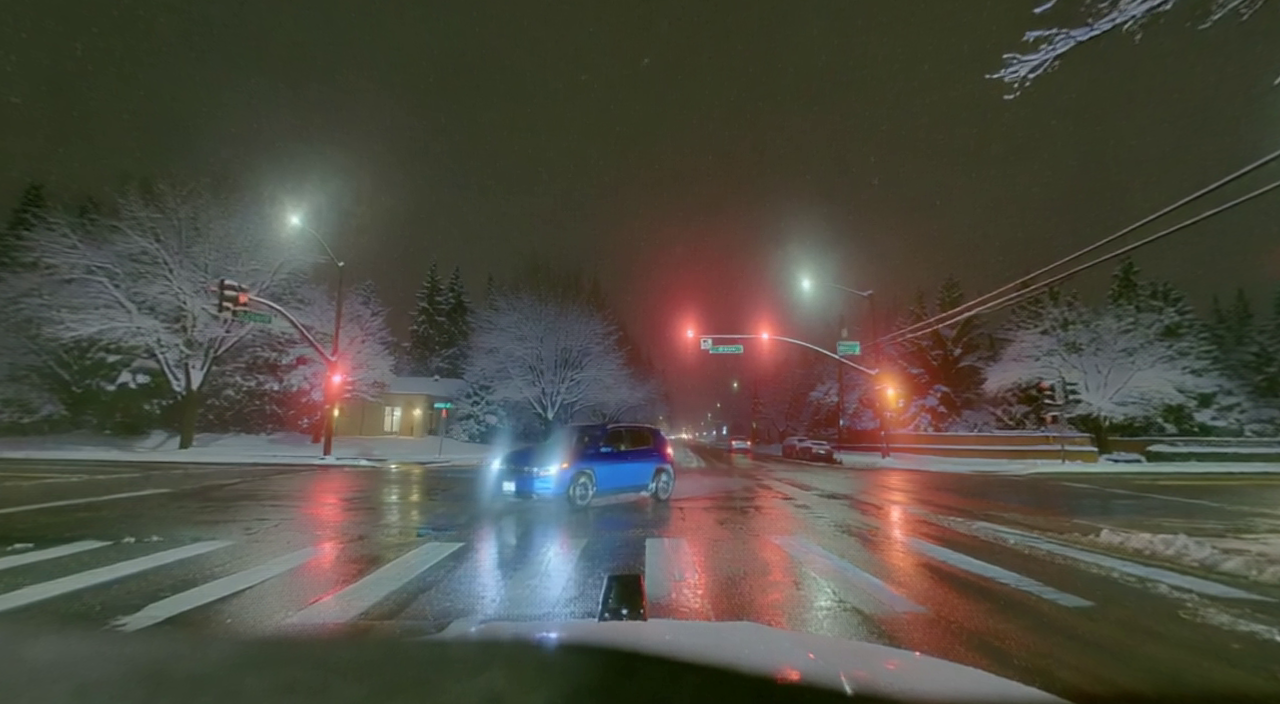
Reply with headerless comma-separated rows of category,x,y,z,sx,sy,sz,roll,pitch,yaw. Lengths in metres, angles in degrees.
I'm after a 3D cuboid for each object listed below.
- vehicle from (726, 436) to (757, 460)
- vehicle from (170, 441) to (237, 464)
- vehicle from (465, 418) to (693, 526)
vehicle,7.958,7.555,49.446,1.994,1.753,4.346,-1,-8,4
vehicle,-29.124,6.705,42.036,1.696,1.431,3.686,-1,-8,3
vehicle,-1.028,2.354,12.942,2.134,1.768,4.580,-6,-10,36
